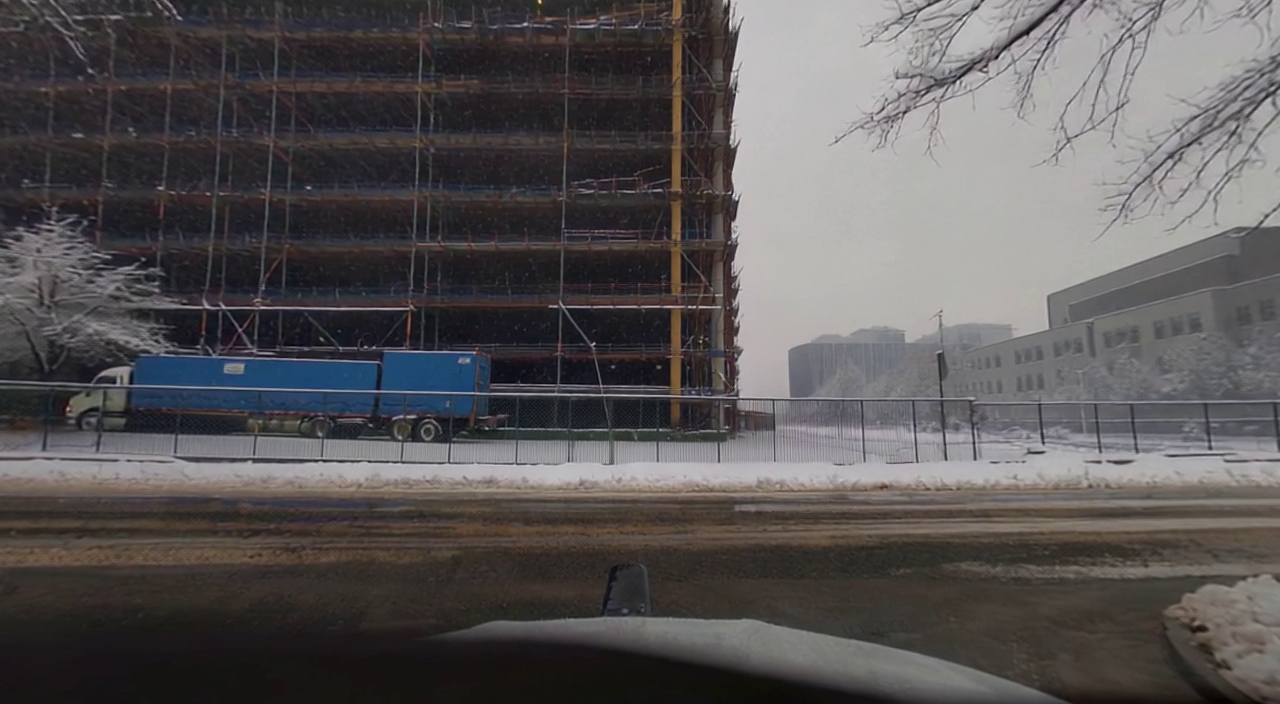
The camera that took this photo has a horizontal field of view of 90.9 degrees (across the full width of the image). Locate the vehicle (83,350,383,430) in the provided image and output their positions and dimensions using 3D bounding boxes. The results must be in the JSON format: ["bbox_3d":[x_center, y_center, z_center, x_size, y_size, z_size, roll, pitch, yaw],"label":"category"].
[{"bbox_3d":[-22.741,2.396,36.467,14.067,4.099,2.832,3,-8,-15],"label":"vehicle"}]
